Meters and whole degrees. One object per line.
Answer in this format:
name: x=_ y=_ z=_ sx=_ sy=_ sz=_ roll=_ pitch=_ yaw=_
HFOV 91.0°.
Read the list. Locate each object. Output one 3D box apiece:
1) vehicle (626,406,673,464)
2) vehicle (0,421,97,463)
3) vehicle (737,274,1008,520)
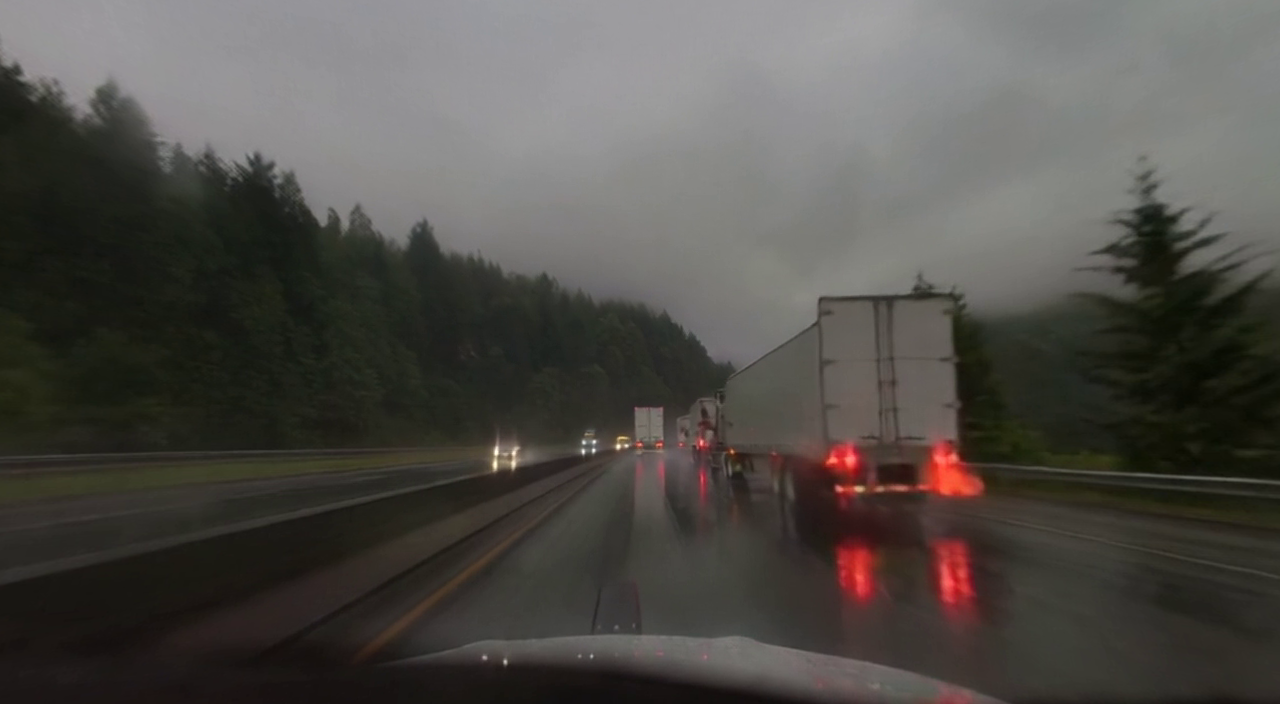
vehicle: x=0.607 y=5.238 z=39.366 sx=2.644 sy=3.247 sz=7.454 roll=-1 pitch=-8 yaw=1
vehicle: x=-47.232 y=6.860 z=47.826 sx=3.052 sy=2.977 sz=11.341 roll=1 pitch=-8 yaw=-7
vehicle: x=4.433 y=1.287 z=14.654 sx=2.860 sy=4.036 sz=8.586 roll=0 pitch=-8 yaw=-1
